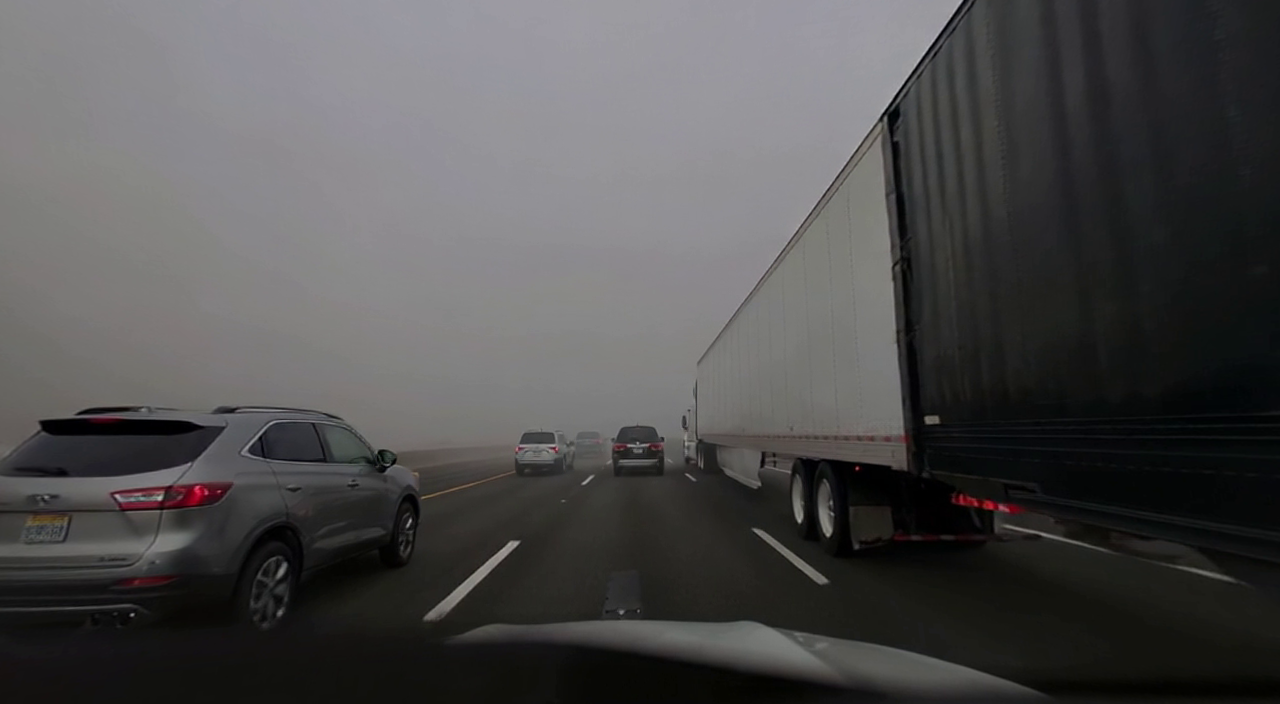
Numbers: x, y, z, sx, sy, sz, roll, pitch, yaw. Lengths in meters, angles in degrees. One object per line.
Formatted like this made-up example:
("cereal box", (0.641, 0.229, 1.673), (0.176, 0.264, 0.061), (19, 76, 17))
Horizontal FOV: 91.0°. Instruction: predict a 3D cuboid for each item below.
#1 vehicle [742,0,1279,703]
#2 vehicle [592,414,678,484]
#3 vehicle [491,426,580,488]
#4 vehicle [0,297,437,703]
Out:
("vehicle", (3.592, -0.012, 5.253), (2.852, 4.121, 16.210), (0, -8, 0))
("vehicle", (-0.172, 3.496, 22.872), (2.704, 2.216, 5.804), (0, -8, 0))
("vehicle", (-3.331, 3.461, 21.084), (2.120, 1.812, 4.659), (0, -8, 1))
("vehicle", (-3.354, 1.042, 4.401), (2.193, 1.803, 4.958), (0, -8, 0))
